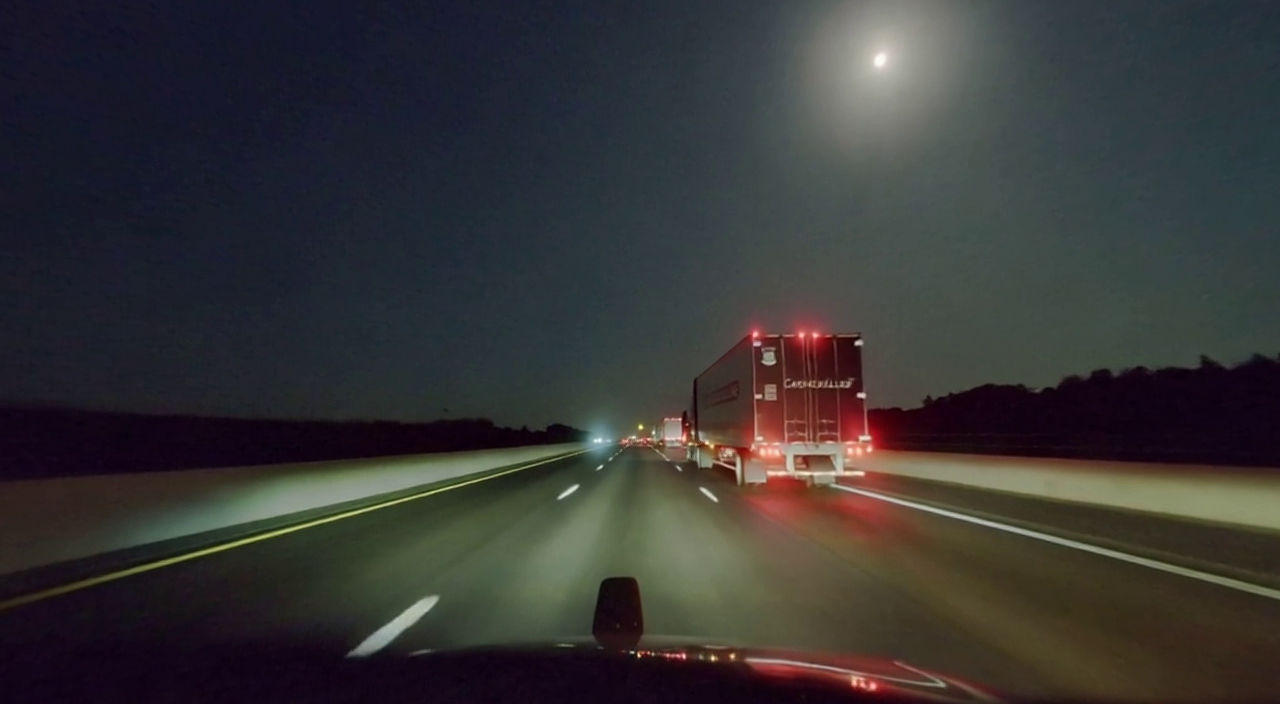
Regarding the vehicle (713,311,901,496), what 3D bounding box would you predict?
[{"bbox_3d":[4.070,1.689,17.914,2.840,3.947,8.920,0,-8,0],"label":"vehicle"}]
